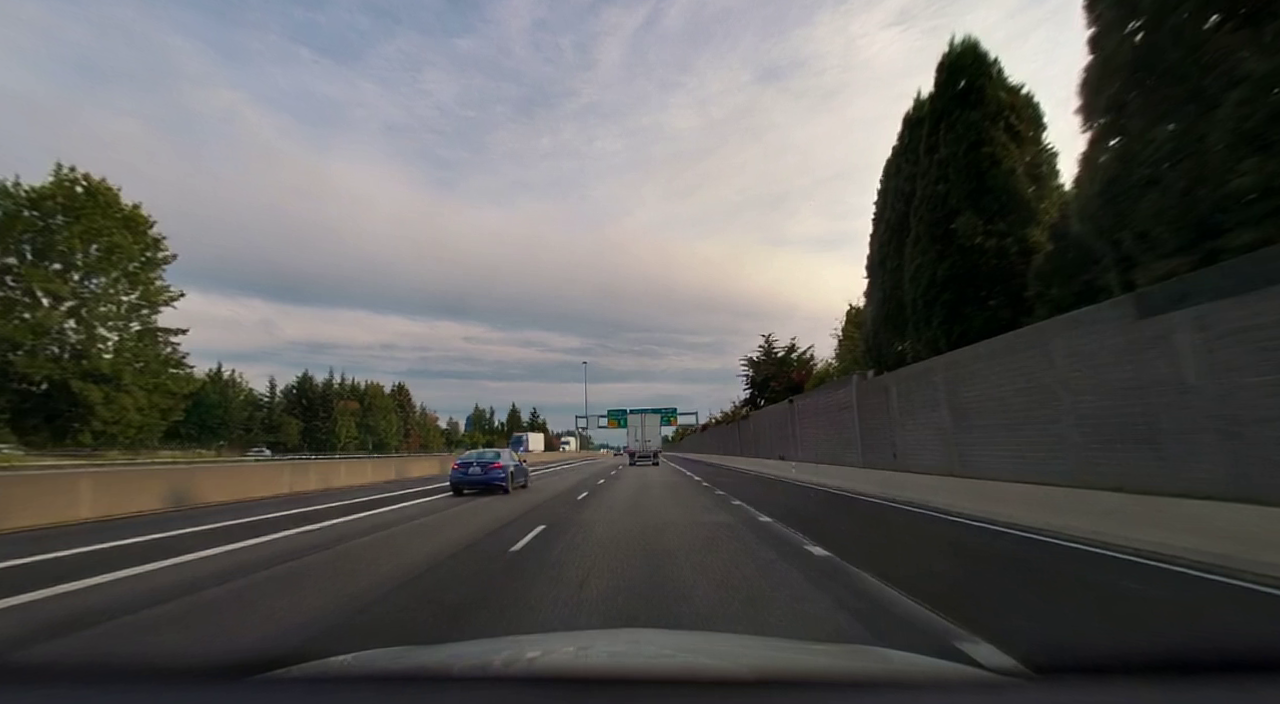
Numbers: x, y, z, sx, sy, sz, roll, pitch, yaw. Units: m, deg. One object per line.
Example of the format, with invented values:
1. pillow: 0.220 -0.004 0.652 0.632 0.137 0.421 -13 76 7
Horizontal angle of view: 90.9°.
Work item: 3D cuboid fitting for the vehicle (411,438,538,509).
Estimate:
1. vehicle: -3.998 3.004 16.099 1.974 1.531 4.429 0 -9 1
